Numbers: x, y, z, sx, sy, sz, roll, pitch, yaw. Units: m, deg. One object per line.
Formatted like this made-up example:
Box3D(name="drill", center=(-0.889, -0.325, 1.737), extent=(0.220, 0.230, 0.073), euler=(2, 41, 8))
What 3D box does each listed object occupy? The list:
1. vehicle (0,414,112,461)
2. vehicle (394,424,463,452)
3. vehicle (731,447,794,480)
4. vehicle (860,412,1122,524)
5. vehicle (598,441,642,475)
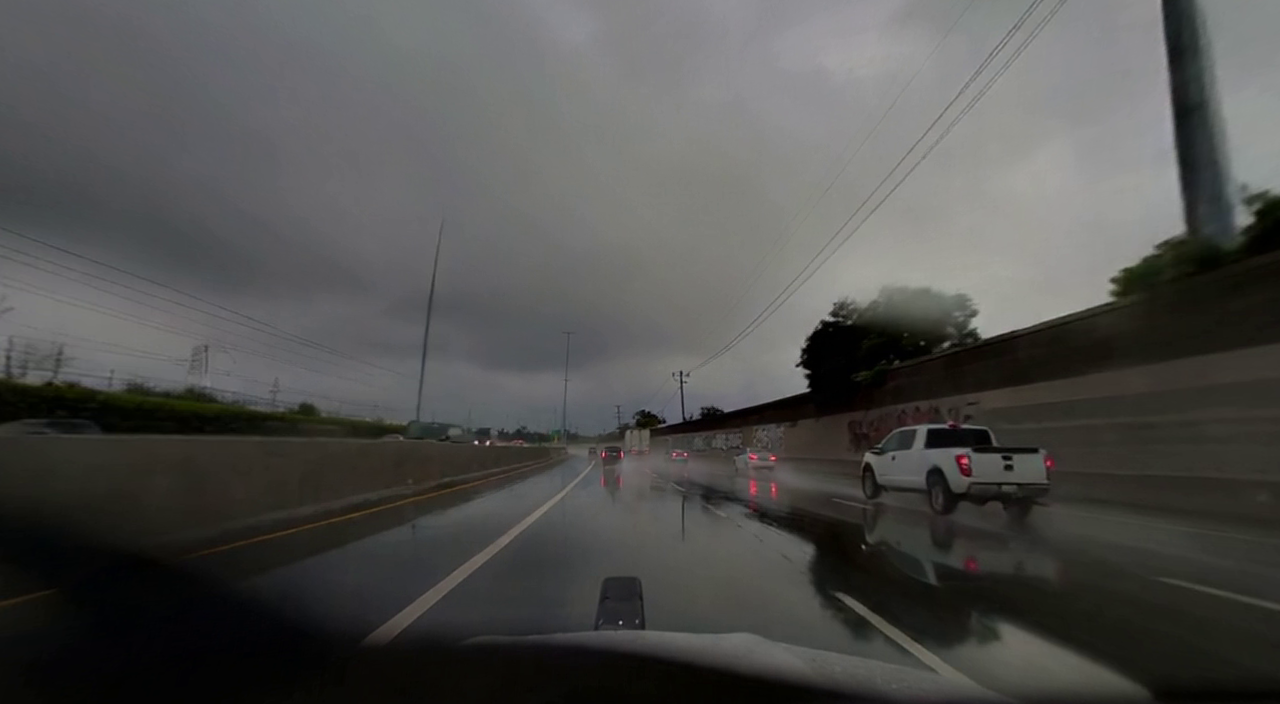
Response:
Box3D(name="vehicle", center=(-21.317, 3.043, 22.080), extent=(1.870, 1.492, 4.545), euler=(0, -9, -2))
Box3D(name="vehicle", center=(-10.535, 4.396, 31.845), extent=(2.006, 1.300, 4.518), euler=(0, -9, -1))
Box3D(name="vehicle", center=(6.082, 5.589, 31.975), extent=(2.032, 1.525, 4.631), euler=(0, -9, -3))
Box3D(name="vehicle", center=(7.193, 2.499, 14.063), extent=(2.325, 1.924, 5.838), euler=(0, -9, -2))
Box3D(name="vehicle", center=(-1.086, 5.542, 33.102), extent=(2.191, 1.685, 3.353), euler=(0, -9, -3))
